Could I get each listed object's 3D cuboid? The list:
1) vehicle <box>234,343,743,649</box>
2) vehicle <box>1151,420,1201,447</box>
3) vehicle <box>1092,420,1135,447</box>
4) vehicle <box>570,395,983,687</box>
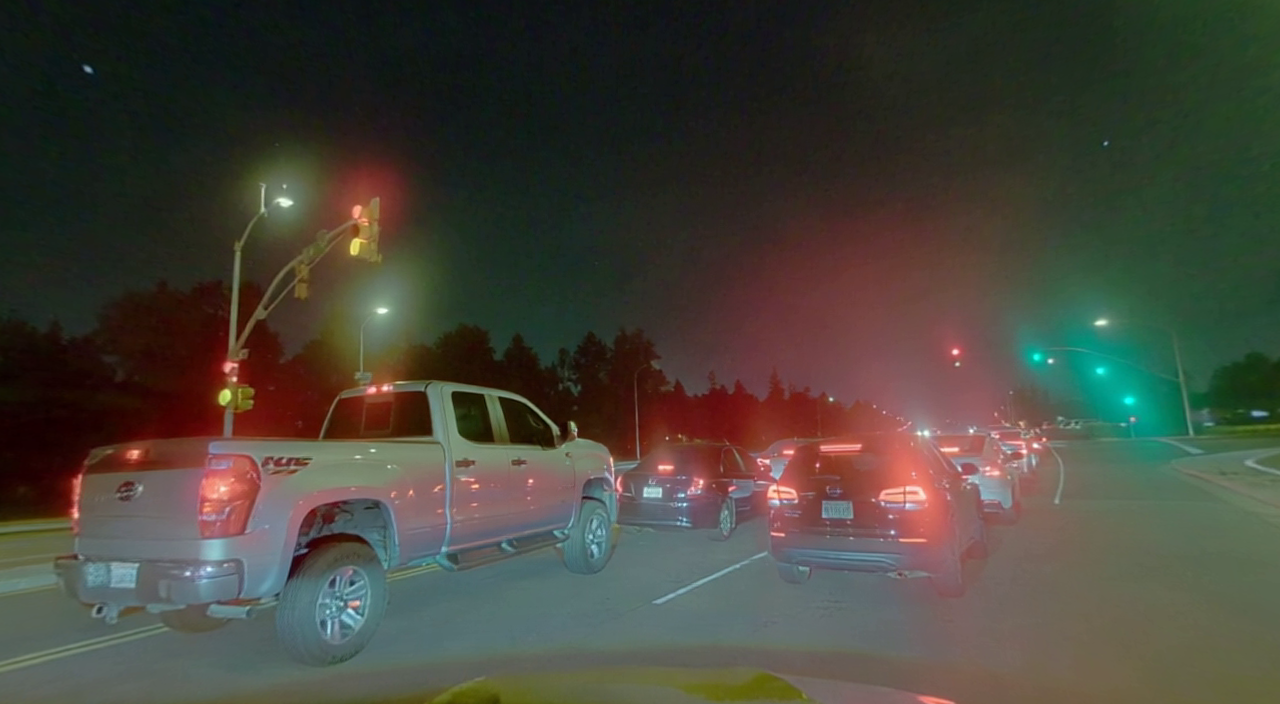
[{"bbox_3d":[-0.881,1.408,7.466,2.272,2.016,6.146,-4,-9,27],"label":"vehicle"},{"bbox_3d":[35.739,5.485,42.206,2.183,1.714,4.491,-6,-11,37],"label":"vehicle"},{"bbox_3d":[32.768,5.677,43.737,2.160,1.790,4.303,-6,-10,35],"label":"vehicle"},{"bbox_3d":[1.711,1.383,5.981,2.027,1.549,4.801,-6,-10,35],"label":"vehicle"}]
